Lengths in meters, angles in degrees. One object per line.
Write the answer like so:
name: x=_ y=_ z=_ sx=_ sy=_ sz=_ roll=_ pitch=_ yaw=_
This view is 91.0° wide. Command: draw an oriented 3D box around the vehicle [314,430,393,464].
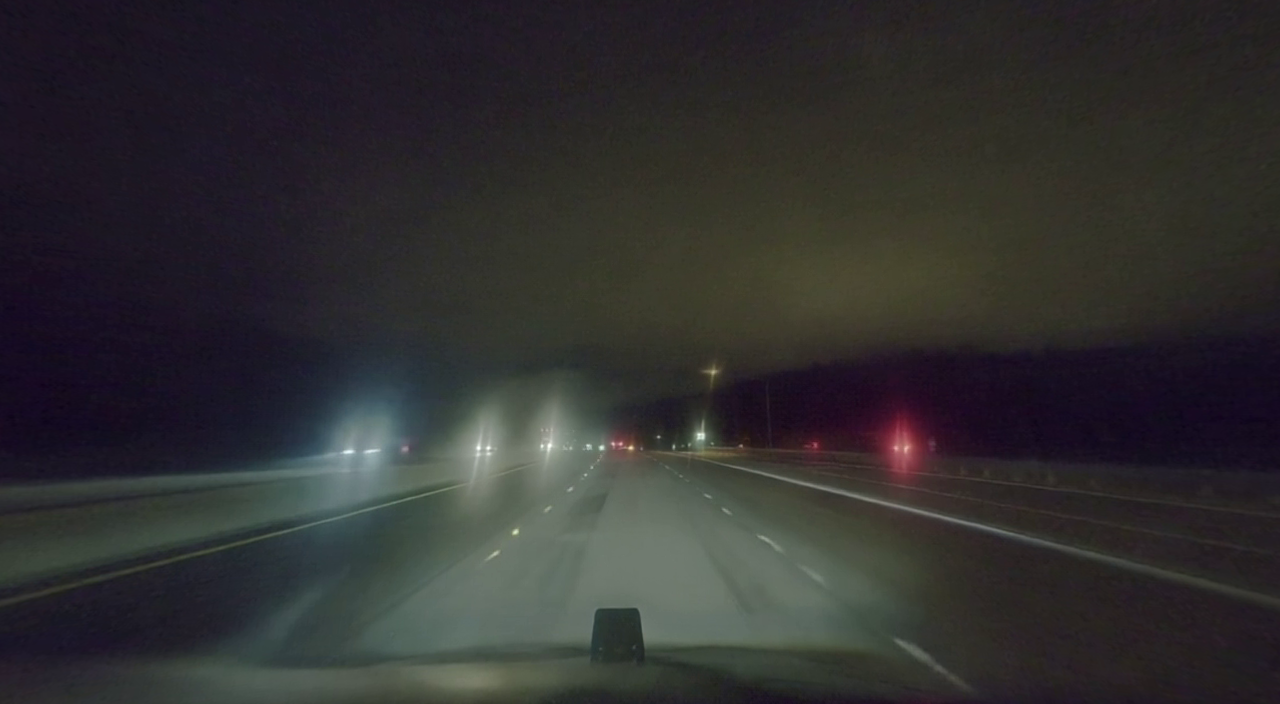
vehicle: x=-14.247 y=4.726 z=31.609 sx=2.011 sy=1.555 sz=4.404 roll=0 pitch=-8 yaw=-3
